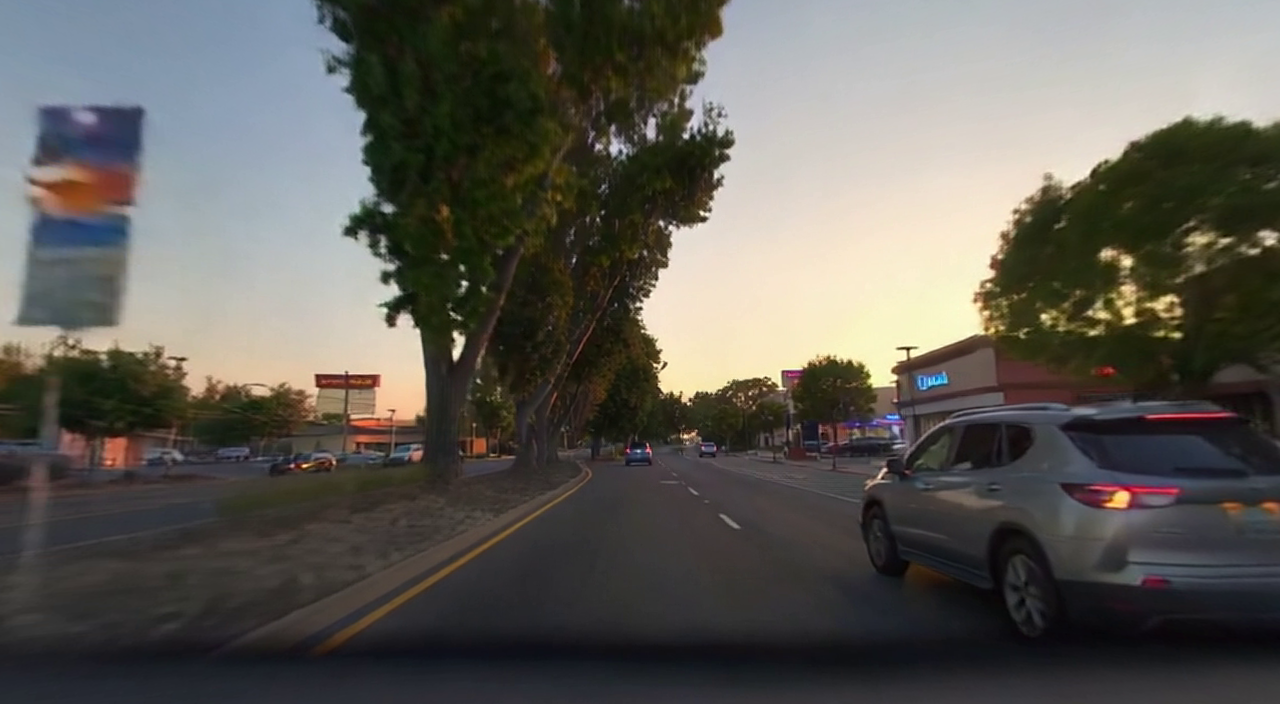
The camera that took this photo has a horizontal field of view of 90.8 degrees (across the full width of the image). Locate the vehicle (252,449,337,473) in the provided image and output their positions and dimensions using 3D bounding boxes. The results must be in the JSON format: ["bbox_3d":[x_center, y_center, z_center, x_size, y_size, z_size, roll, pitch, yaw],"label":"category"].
[{"bbox_3d":[-23.354,7.361,42.819,4.625,1.516,2.007,0,-8,2],"label":"vehicle"}]

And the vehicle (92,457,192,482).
[{"bbox_3d":[-32.510,7.666,41.432,4.741,1.442,1.957,4,-10,-27],"label":"vehicle"}]

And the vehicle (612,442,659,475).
[{"bbox_3d":[-0.233,5.104,30.579,2.126,1.475,3.967,0,-8,-1],"label":"vehicle"}]

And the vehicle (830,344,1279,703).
[{"bbox_3d":[3.218,1.132,4.713,2.110,1.698,4.397,0,-9,-2],"label":"vehicle"}]
